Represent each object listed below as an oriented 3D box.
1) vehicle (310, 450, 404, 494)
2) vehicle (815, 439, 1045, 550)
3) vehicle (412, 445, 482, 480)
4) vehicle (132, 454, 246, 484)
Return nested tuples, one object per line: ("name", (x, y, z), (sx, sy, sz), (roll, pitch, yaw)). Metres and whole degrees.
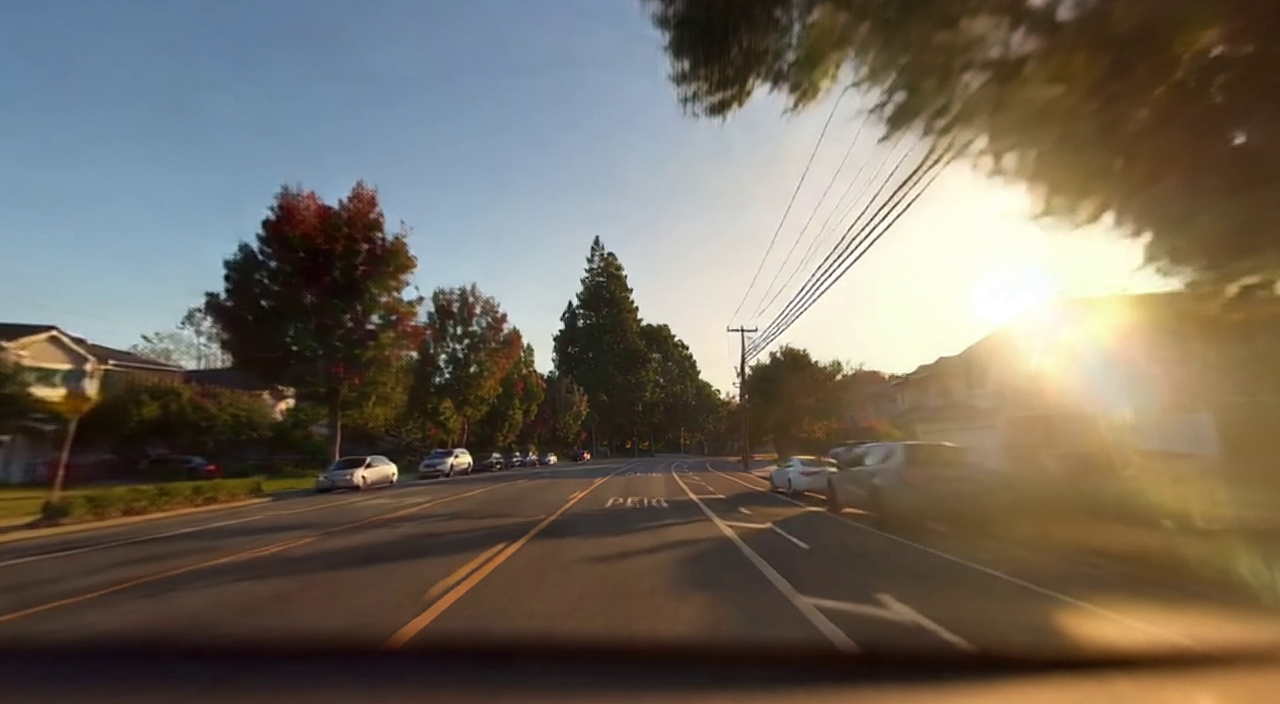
("vehicle", (-12.029, 5.120, 27.127), (1.907, 1.612, 4.594), (-3, -10, 0))
("vehicle", (5.149, 2.565, 12.221), (2.009, 1.649, 5.156), (0, -9, 0))
("vehicle", (-11.543, 6.665, 38.196), (2.225, 1.887, 5.672), (-3, -9, 3))
("vehicle", (-23.193, 6.012, 32.513), (4.326, 1.468, 2.025), (0, -9, 1))
